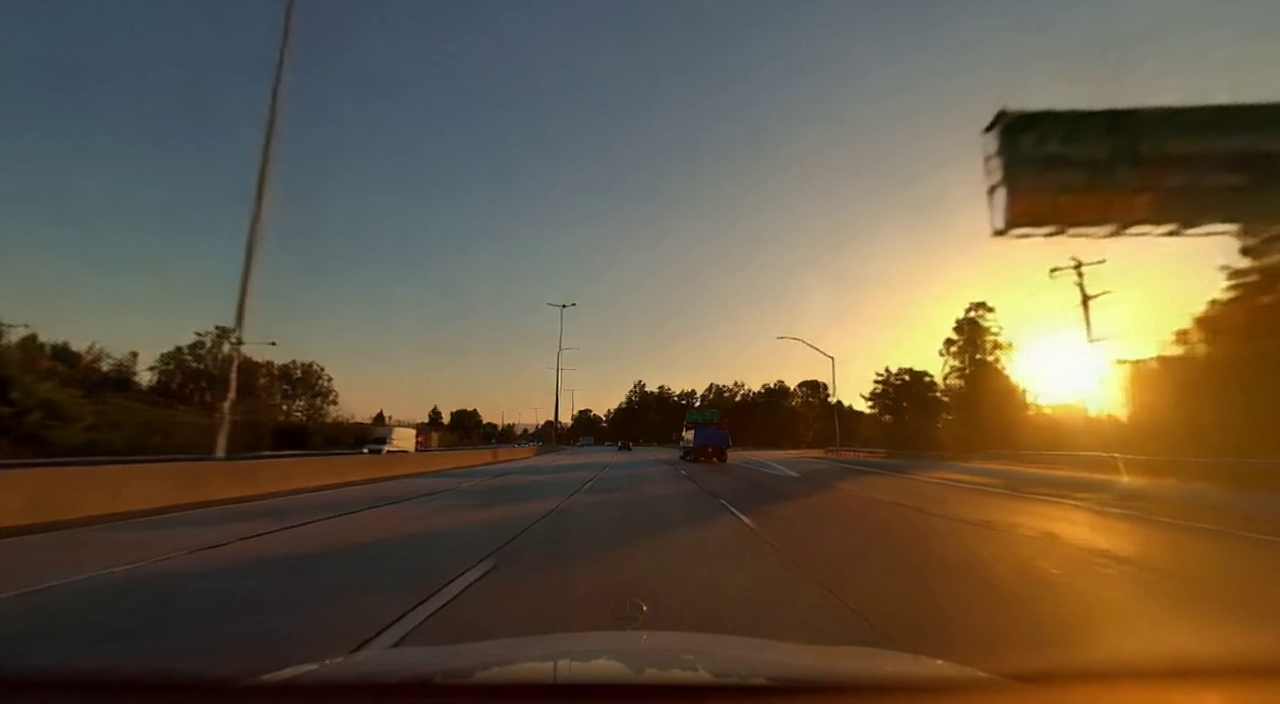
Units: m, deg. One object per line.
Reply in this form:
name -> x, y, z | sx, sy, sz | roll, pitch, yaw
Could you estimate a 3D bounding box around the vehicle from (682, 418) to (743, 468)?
vehicle -> 3.822, 5.016, 34.689 | 2.430, 2.495, 6.062 | 0, -8, -2
